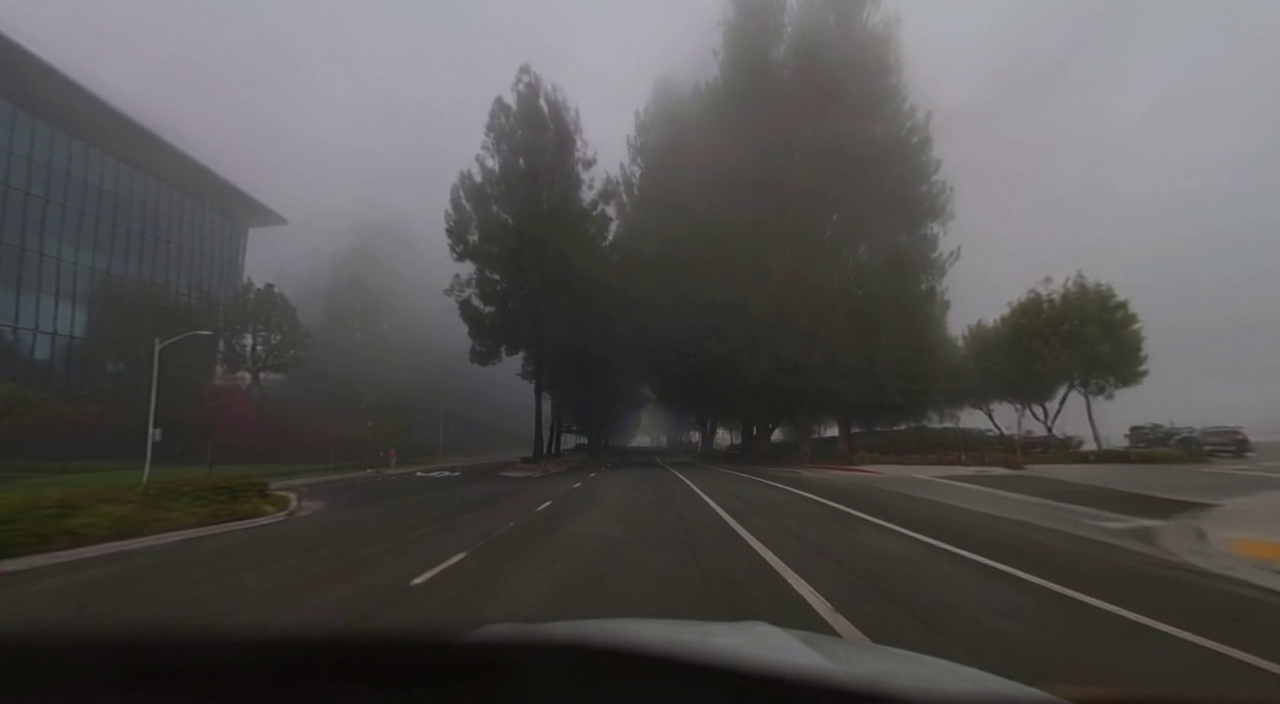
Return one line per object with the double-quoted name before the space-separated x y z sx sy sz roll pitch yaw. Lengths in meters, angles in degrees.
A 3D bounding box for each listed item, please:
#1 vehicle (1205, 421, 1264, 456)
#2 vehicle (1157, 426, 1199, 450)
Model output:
"vehicle" 32.228 4.775 34.256 1.856 1.730 4.156 -9 -13 38
"vehicle" 35.246 5.644 41.324 1.828 1.443 3.905 -7 -10 38
